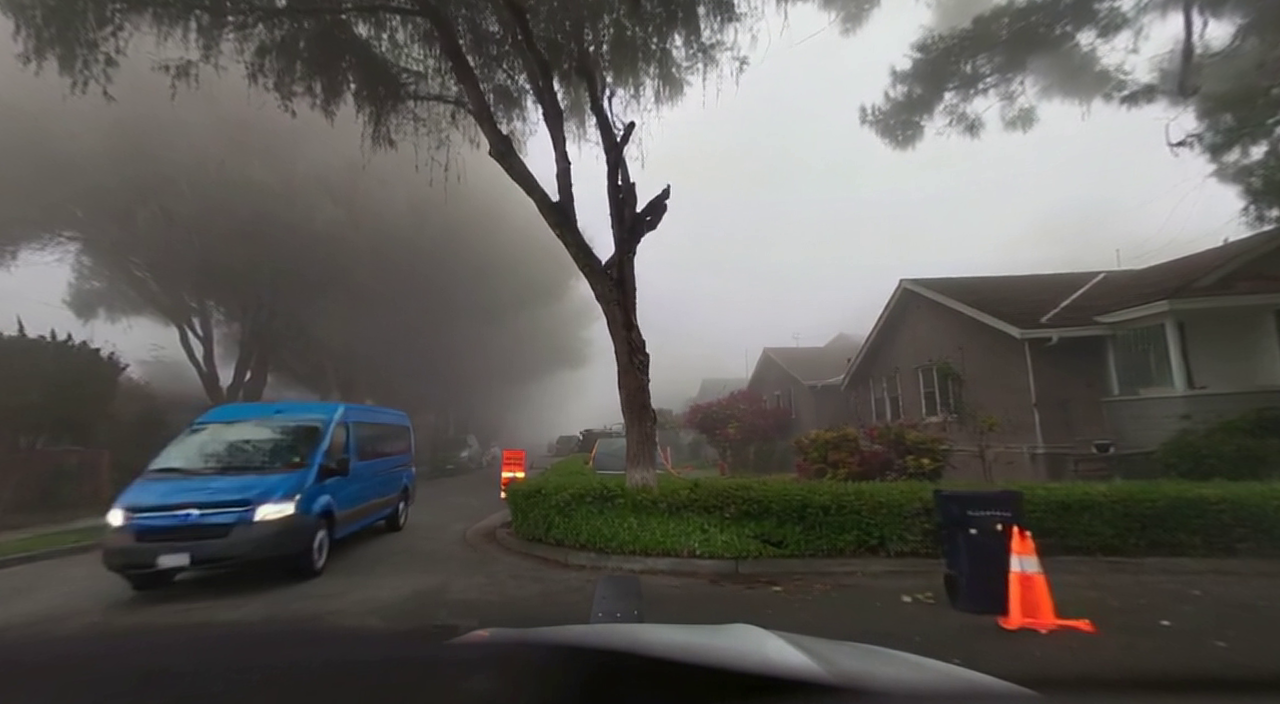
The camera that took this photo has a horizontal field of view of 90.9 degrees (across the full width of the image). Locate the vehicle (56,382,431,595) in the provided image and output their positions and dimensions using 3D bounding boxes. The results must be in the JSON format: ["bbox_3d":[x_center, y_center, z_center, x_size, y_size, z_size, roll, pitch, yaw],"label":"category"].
[{"bbox_3d":[-4.537,1.596,8.415,2.219,1.984,4.712,0,-8,-5],"label":"vehicle"}]

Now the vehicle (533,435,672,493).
[{"bbox_3d":[-0.923,3.062,17.797,1.827,1.436,4.070,-5,-9,33],"label":"vehicle"}]

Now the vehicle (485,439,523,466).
[{"bbox_3d":[-8.886,6.562,41.425,1.765,1.493,4.130,3,-6,-3],"label":"vehicle"}]

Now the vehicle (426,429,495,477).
[{"bbox_3d":[-8.571,4.825,30.591,2.042,1.937,4.960,3,-6,-3],"label":"vehicle"}]
